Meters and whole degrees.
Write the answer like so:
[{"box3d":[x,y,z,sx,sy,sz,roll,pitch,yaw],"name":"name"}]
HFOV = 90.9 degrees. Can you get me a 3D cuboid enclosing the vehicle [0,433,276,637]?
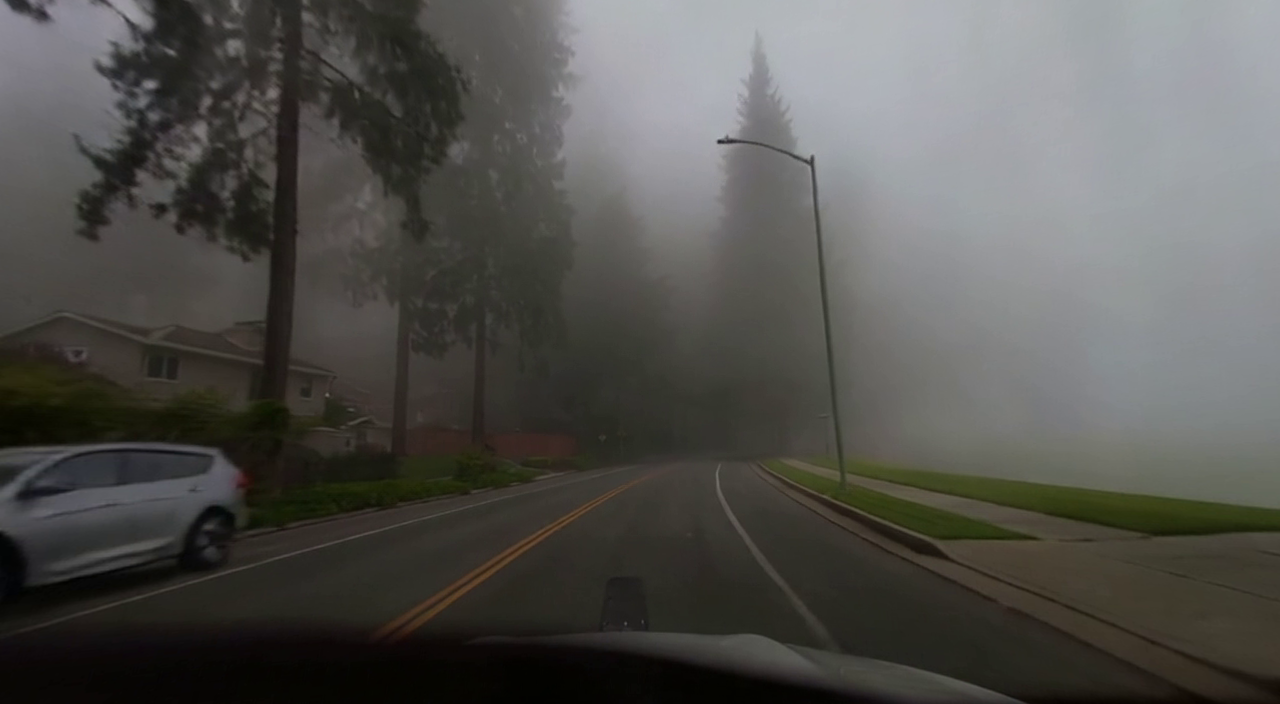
[{"box3d":[-6.112,1.655,6.219,2.002,1.601,5.012,-2,-7,1],"name":"vehicle"}]
